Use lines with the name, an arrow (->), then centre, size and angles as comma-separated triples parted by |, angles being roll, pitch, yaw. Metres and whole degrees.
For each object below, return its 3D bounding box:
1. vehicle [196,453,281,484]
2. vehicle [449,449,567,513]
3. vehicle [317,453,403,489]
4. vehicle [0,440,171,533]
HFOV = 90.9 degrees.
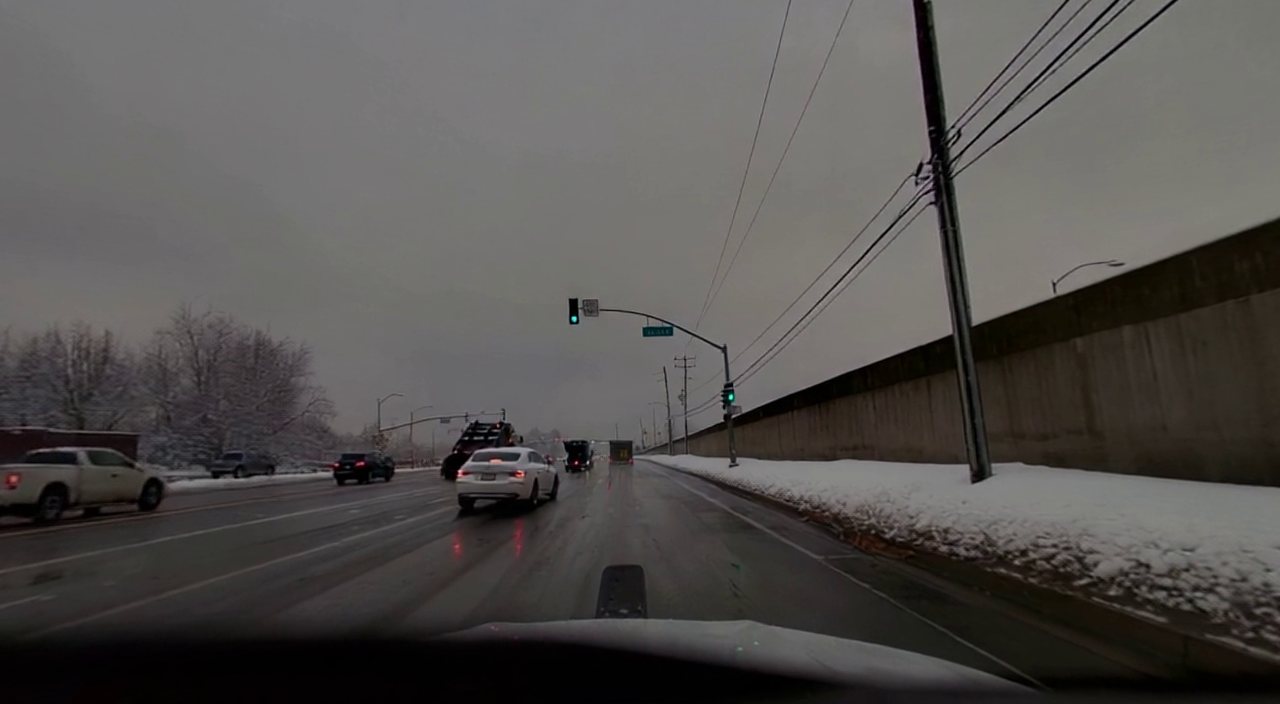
vehicle -> -23.812, 6.881, 37.650 | 1.891, 1.696, 4.613 | -1, -9, 2
vehicle -> -3.389, 3.410, 17.321 | 2.019, 1.480, 4.966 | -1, -9, 2
vehicle -> -12.674, 5.403, 28.878 | 1.905, 1.492, 4.151 | -1, -9, 2
vehicle -> -13.336, 2.876, 13.973 | 2.096, 1.773, 4.751 | -1, -9, 2
